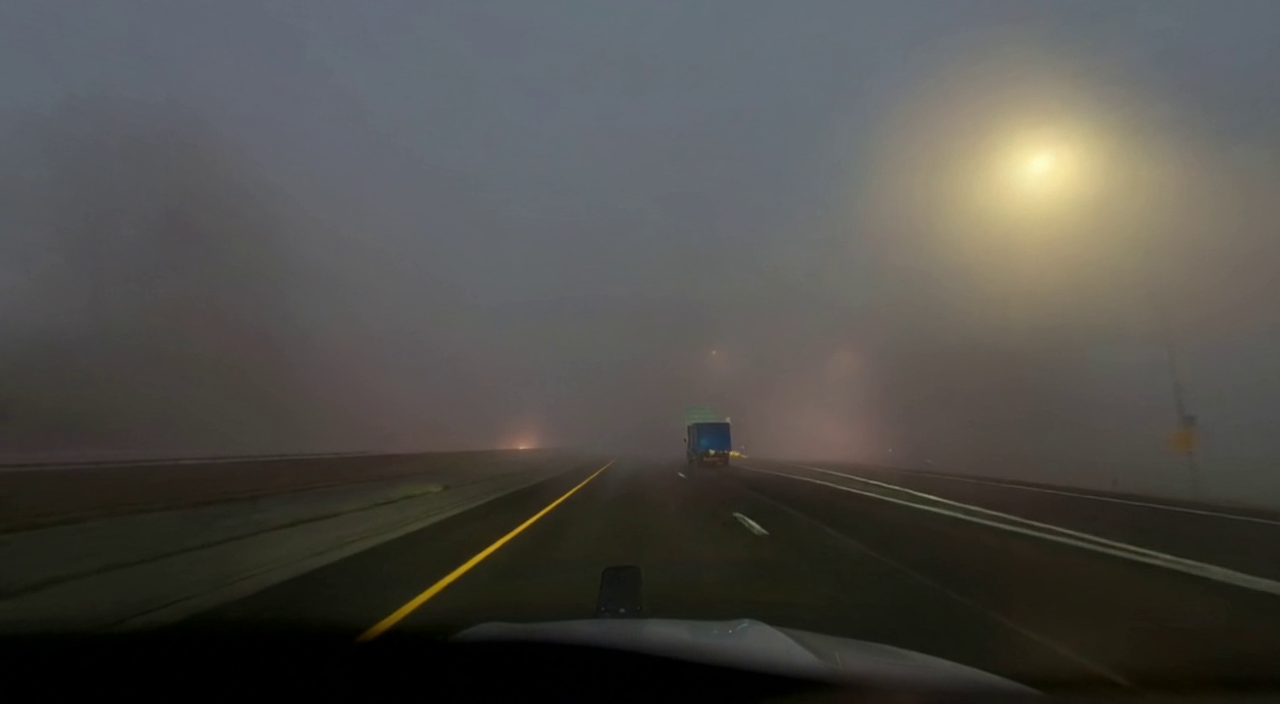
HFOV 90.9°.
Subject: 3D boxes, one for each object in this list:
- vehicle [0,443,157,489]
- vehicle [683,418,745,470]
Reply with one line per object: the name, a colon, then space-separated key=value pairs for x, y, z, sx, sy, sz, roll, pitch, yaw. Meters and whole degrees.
vehicle: x=-21.007 y=4.203 z=23.722 sx=1.874 sy=1.530 sz=4.805 roll=0 pitch=-9 yaw=0
vehicle: x=3.798 y=4.897 z=33.641 sx=2.430 sy=2.495 sz=6.062 roll=0 pitch=-8 yaw=-2
